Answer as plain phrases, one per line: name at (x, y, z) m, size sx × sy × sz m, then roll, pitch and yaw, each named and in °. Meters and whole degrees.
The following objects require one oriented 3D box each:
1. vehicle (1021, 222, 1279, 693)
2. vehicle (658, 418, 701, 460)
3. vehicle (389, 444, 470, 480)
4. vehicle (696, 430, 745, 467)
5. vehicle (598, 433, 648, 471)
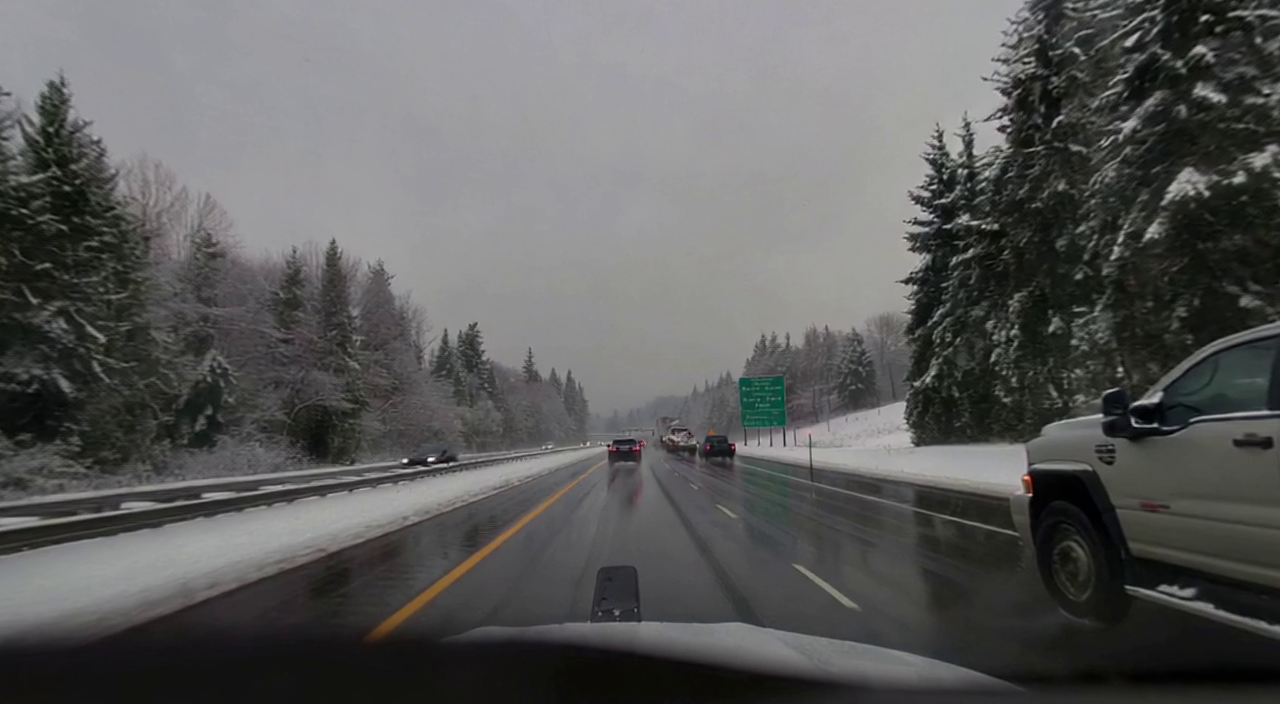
vehicle at (4.593, 0.428, 2.388) m, size 2.452 × 2.444 × 5.972 m, roll 0°, pitch -8°, yaw -1°
vehicle at (2.968, 6.814, 49.502) m, size 2.728 × 3.053 × 7.708 m, roll 0°, pitch -8°, yaw -1°
vehicle at (-9.634, 5.054, 29.369) m, size 2.197 × 1.483 × 4.748 m, roll 0°, pitch -8°, yaw -1°
vehicle at (4.390, 5.331, 35.065) m, size 2.073 × 1.905 × 4.023 m, roll 0°, pitch -8°, yaw -1°
vehicle at (-0.787, 4.723, 30.168) m, size 2.206 × 1.681 × 4.111 m, roll 0°, pitch -8°, yaw -1°
